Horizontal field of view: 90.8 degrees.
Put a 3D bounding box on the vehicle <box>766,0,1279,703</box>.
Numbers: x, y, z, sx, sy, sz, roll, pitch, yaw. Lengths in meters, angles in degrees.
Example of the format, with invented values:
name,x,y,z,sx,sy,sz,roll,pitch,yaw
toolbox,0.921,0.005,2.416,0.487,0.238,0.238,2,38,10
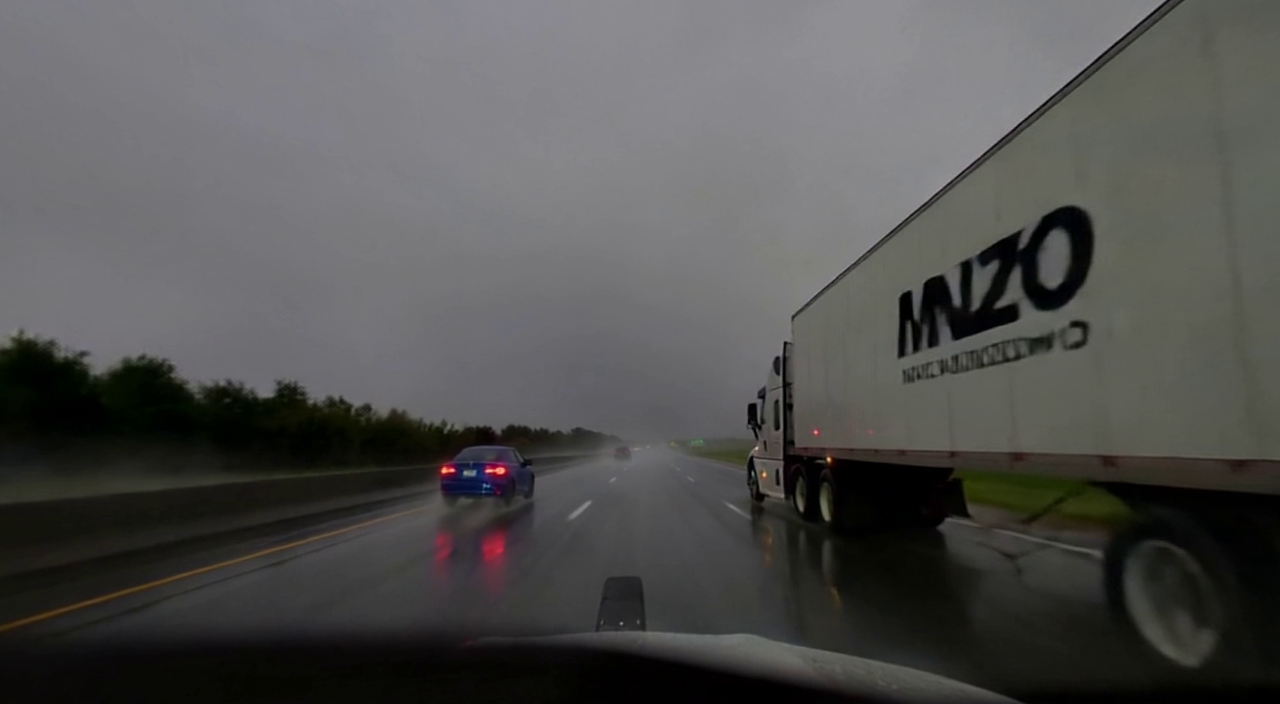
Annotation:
name,x,y,z,sx,sy,sz,roll,pitch,yaw
vehicle,4.442,0.550,7.653,2.832,4.034,13.924,0,-9,-1

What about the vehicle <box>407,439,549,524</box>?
name,x,y,z,sx,sy,sz,roll,pitch,yaw
vehicle,-3.296,2.725,13.815,1.945,1.537,4.294,0,-9,1
